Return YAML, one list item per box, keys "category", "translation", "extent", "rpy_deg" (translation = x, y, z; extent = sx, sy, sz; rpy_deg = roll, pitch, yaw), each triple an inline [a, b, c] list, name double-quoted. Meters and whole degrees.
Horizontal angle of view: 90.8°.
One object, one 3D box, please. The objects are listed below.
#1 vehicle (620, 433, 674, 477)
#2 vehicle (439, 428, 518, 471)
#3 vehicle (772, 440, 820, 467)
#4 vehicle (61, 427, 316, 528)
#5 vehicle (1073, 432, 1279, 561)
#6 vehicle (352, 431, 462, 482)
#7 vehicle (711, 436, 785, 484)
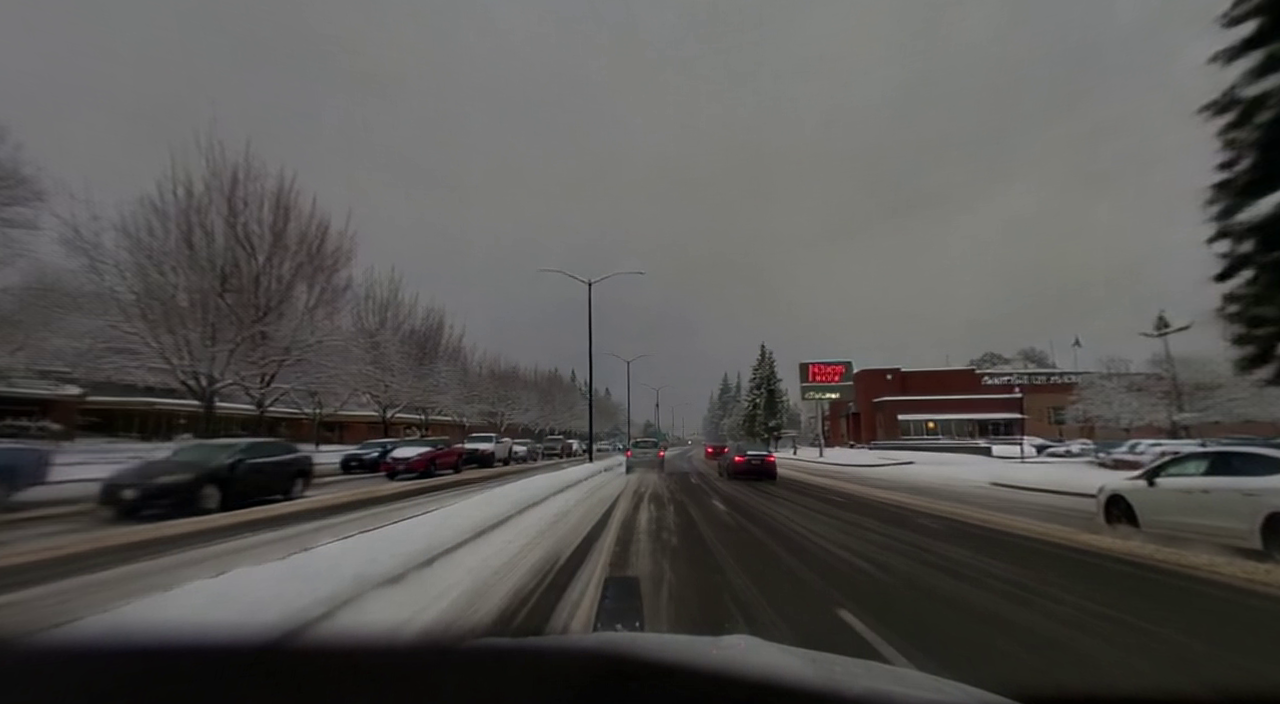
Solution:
- category: "vehicle"
  translation: [0.347, 4.305, 26.739]
  extent: [2.101, 1.694, 3.979]
  rpy_deg: [0, -8, 2]
- category: "vehicle"
  translation: [-8.173, 4.999, 32.597]
  extent: [2.460, 1.970, 5.271]
  rpy_deg: [0, -8, 2]
- category: "vehicle"
  translation: [9.298, 6.074, 38.096]
  extent: [1.860, 1.475, 4.488]
  rpy_deg: [0, -8, 1]
- category: "vehicle"
  translation: [-8.820, 2.419, 12.972]
  extent: [1.953, 1.647, 4.401]
  rpy_deg: [-2, -8, 1]
- category: "vehicle"
  translation: [8.212, 1.790, 8.195]
  extent: [1.909, 1.456, 4.569]
  rpy_deg: [0, -8, 0]
- category: "vehicle"
  translation: [-8.597, 3.909, 23.886]
  extent: [2.183, 1.706, 4.862]
  rpy_deg: [0, -8, 2]
- category: "vehicle"
  translation: [3.639, 3.707, 21.967]
  extent: [1.852, 1.498, 3.825]
  rpy_deg: [0, -8, 0]
